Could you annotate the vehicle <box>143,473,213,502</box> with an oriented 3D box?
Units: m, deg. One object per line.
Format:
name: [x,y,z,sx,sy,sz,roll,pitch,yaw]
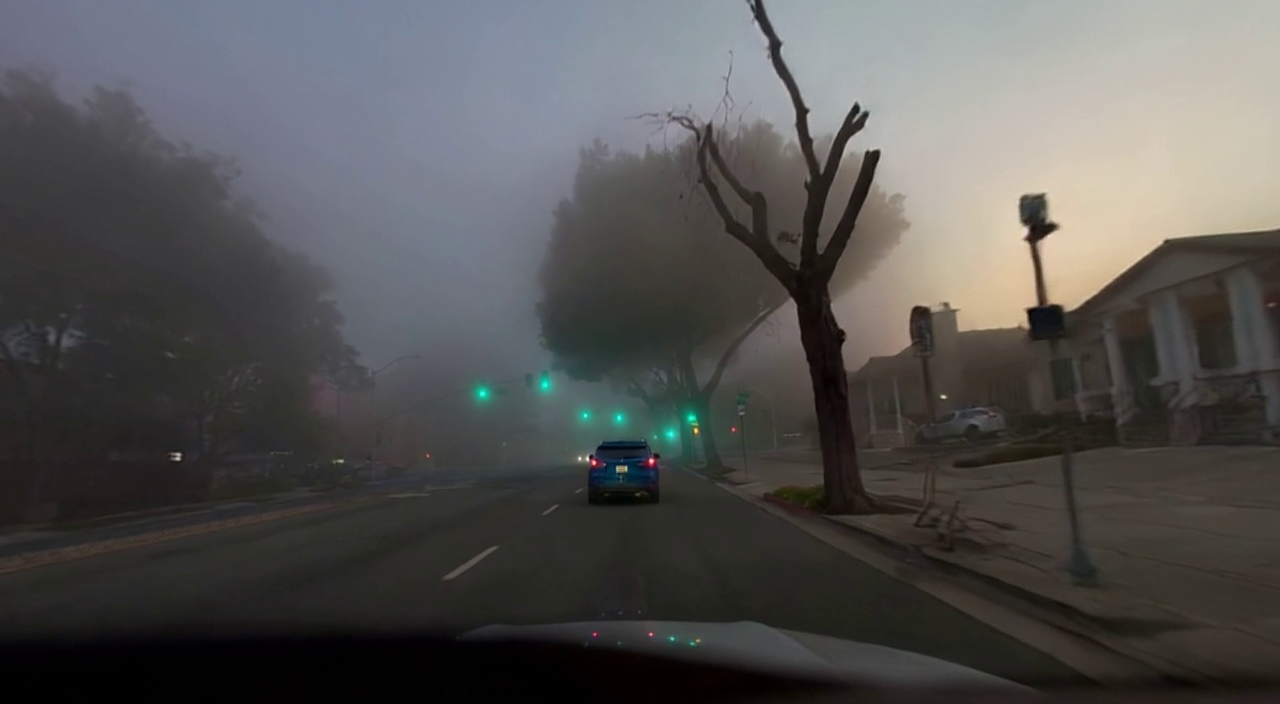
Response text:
vehicle: [-28.601,8.357,39.265,1.771,1.435,4.144,-7,-10,-9]

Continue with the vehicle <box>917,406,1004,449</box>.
vehicle: [16.321,3.977,32.520,2.039,1.990,5.111,-1,-9,4]

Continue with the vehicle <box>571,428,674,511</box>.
vehicle: [-0.405,2.760,15.253,2.136,1.703,3.910,0,-9,-1]
